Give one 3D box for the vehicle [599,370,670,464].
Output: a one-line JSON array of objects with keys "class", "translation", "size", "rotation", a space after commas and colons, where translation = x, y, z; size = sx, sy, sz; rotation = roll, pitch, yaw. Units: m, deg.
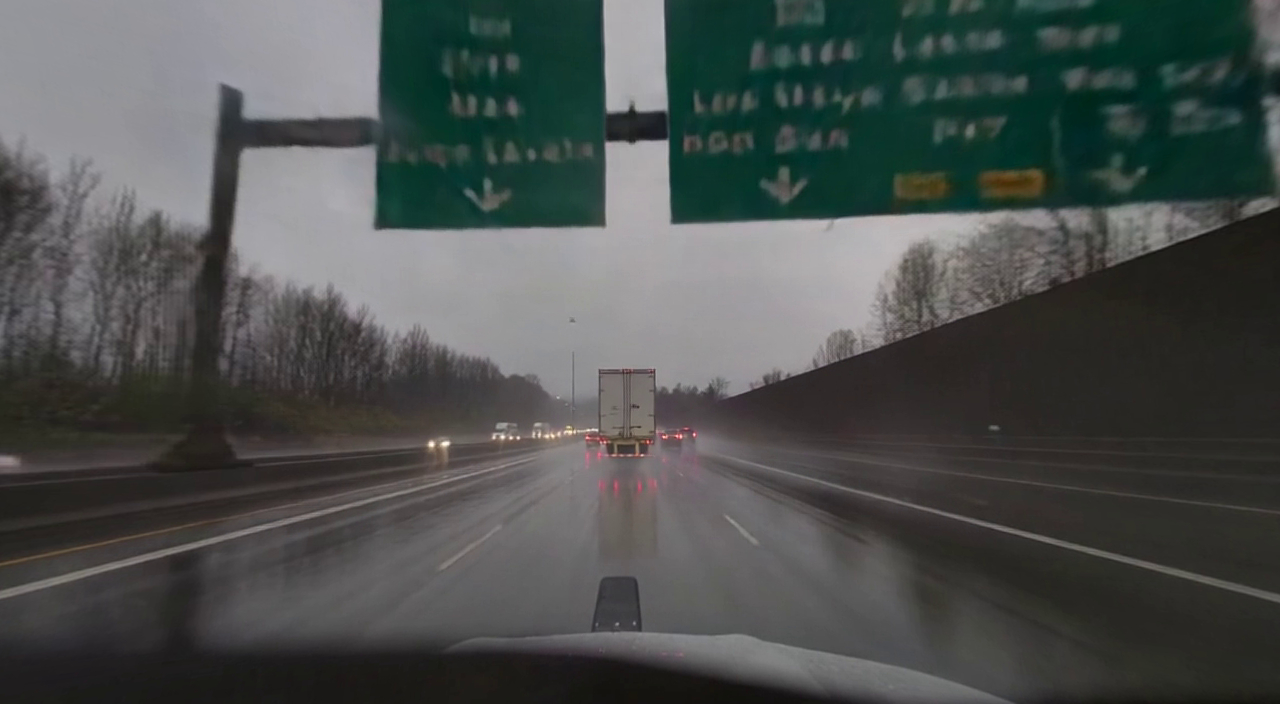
[{"class": "vehicle", "translation": [-0.315, 3.828, 34.837], "size": [2.965, 3.972, 16.689], "rotation": [0, -8, -1]}]
